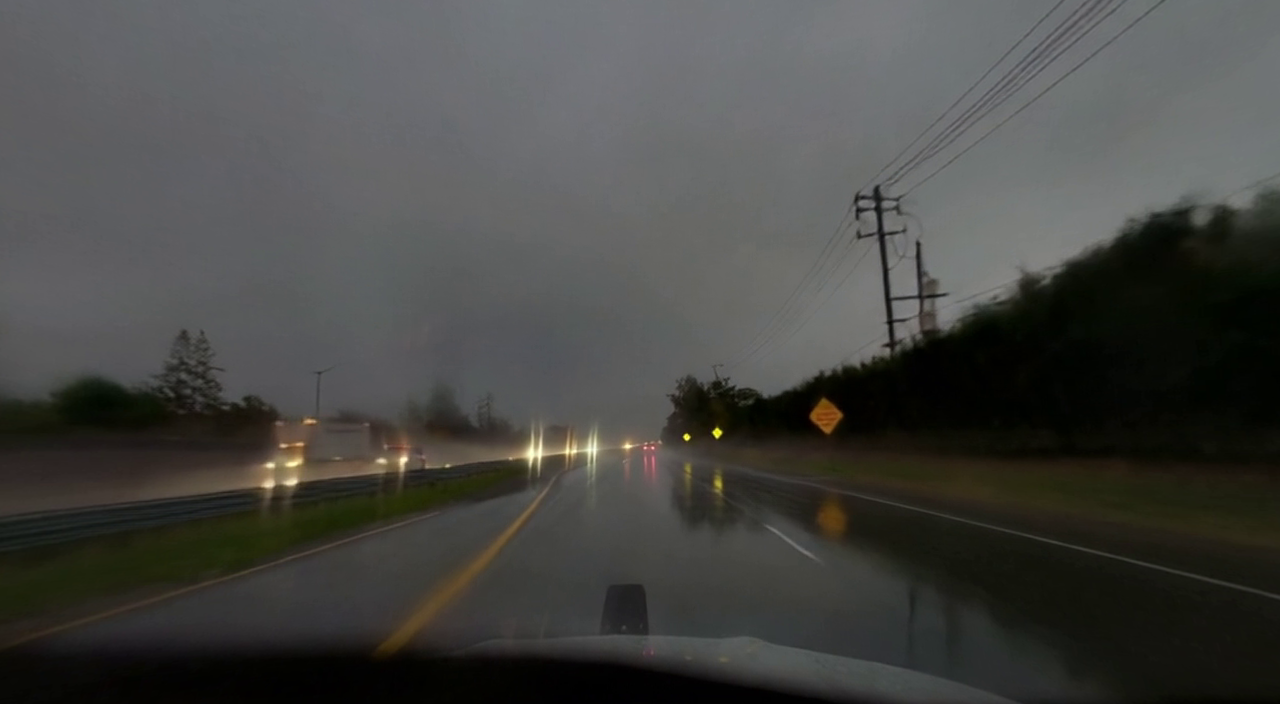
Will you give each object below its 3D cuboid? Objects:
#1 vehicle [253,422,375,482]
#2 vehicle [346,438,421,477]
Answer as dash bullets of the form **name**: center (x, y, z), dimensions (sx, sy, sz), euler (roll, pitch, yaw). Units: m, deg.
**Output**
- **vehicle**: center (-20.845, 6.458, 41.194), dimensions (2.949, 3.403, 9.367), euler (0, -8, 0)
- **vehicle**: center (-16.338, 6.742, 40.575), dimensions (2.348, 2.282, 5.540), euler (-1, -8, 1)
